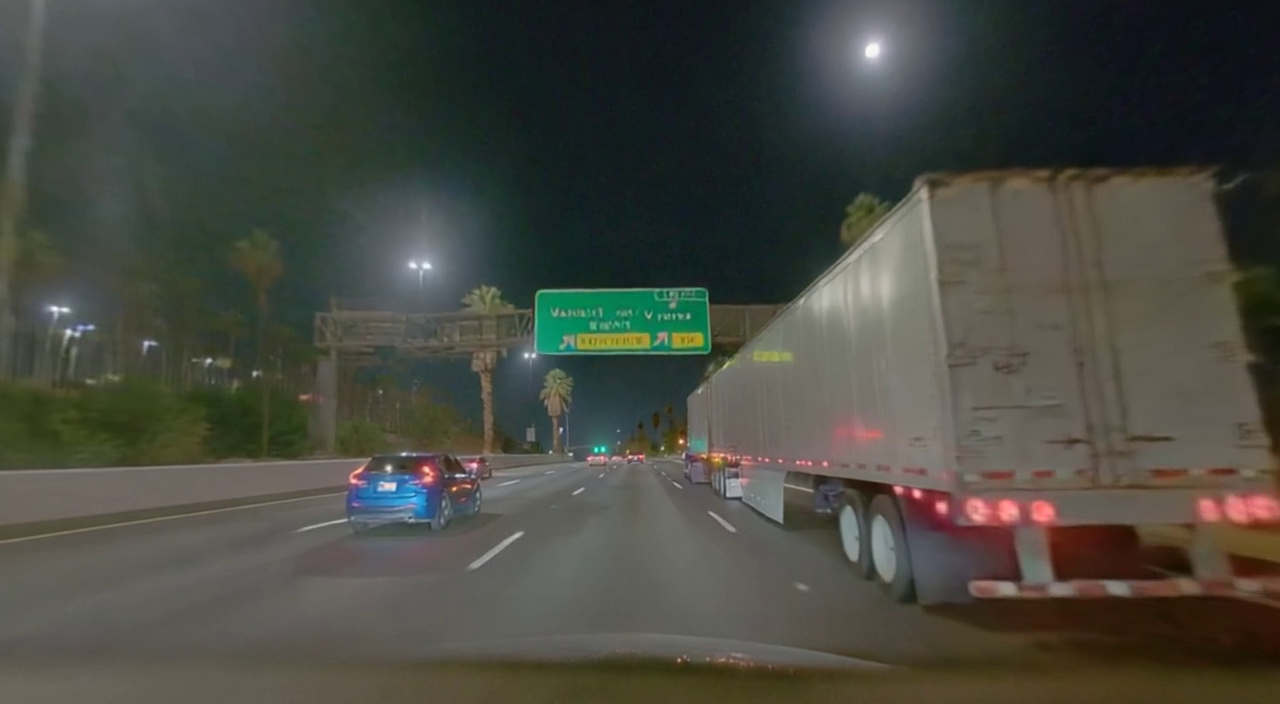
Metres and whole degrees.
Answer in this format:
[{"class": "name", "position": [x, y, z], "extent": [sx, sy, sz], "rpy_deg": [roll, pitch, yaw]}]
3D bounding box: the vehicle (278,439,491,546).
[{"class": "vehicle", "position": [-4.245, 2.381, 11.361], "extent": [2.120, 1.537, 4.139], "rpy_deg": [0, -9, -1]}]

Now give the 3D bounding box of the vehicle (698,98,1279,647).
[{"class": "vehicle", "position": [3.570, 1.242, 12.837], "extent": [2.891, 4.123, 16.415], "rpy_deg": [0, -9, -1]}]
